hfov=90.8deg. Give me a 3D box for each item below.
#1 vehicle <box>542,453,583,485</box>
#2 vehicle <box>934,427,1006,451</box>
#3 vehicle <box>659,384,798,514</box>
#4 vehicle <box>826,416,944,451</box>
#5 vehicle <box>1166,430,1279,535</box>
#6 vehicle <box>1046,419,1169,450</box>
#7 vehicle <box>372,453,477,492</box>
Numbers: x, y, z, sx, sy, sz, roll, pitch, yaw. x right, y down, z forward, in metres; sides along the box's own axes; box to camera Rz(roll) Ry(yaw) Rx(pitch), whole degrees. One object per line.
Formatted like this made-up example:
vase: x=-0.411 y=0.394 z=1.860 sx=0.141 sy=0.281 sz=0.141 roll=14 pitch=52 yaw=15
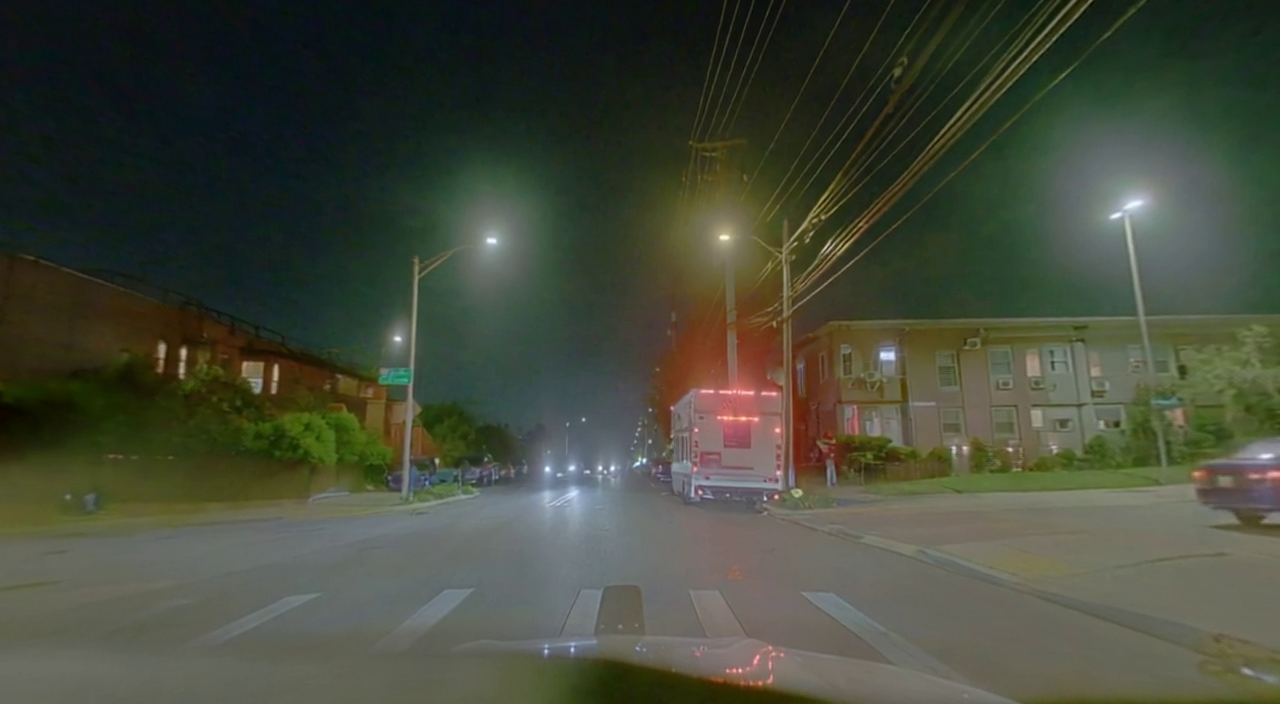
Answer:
vehicle: x=-4.463 y=6.785 z=36.998 sx=1.952 sy=1.708 sz=4.096 roll=0 pitch=-8 yaw=-1
vehicle: x=21.908 y=5.773 z=42.009 sx=3.761 sy=1.538 sz=1.743 roll=0 pitch=-7 yaw=-1
vehicle: x=2.408 y=3.074 z=20.343 sx=2.886 sy=3.321 sz=7.809 roll=1 pitch=-8 yaw=-4
vehicle: x=10.623 y=3.558 z=27.592 sx=4.396 sy=1.459 sz=1.749 roll=0 pitch=-8 yaw=-3
vehicle: x=11.723 y=2.049 z=10.203 sx=4.857 sy=1.525 sz=1.976 roll=1 pitch=-8 yaw=-5
vehicle: x=22.801 y=4.050 z=30.916 sx=4.641 sy=1.441 sz=1.745 roll=0 pitch=-8 yaw=-1
vehicle: x=-11.492 y=6.394 z=33.793 sx=5.093 sy=1.855 sz=2.338 roll=3 pitch=-10 yaw=-21
